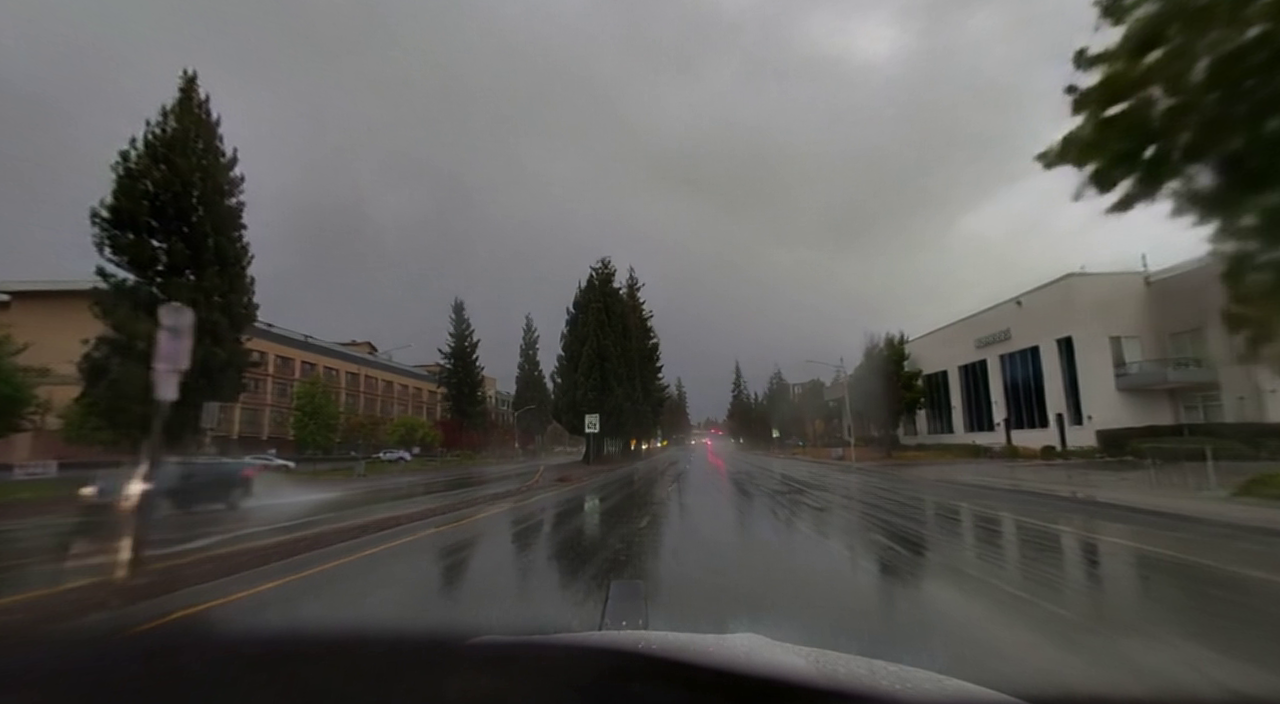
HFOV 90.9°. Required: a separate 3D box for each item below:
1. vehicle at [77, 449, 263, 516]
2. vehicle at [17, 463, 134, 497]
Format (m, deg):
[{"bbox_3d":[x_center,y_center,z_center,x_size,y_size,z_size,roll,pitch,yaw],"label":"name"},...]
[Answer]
[{"bbox_3d":[-14.163,3.895,19.430,1.915,1.721,4.402,-2,-8,9],"label":"vehicle"},{"bbox_3d":[-26.693,6.043,29.871,4.072,1.439,1.663,-1,-8,5],"label":"vehicle"}]
